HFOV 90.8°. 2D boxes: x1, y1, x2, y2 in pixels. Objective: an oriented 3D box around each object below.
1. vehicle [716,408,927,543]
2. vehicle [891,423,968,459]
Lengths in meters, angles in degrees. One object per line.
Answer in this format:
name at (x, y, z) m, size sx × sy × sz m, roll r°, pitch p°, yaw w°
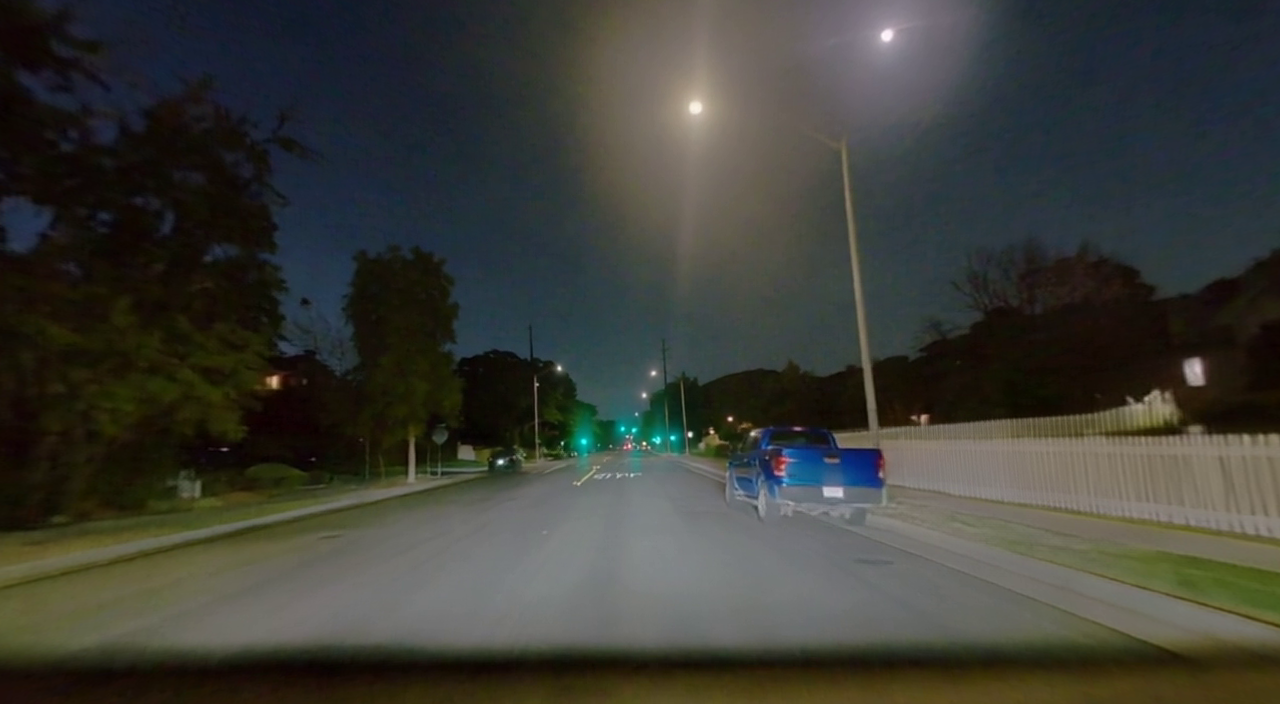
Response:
vehicle at (2.724, 2.012, 10.904) m, size 2.126 × 1.795 × 4.751 m, roll 0°, pitch -9°, yaw -1°
vehicle at (22.237, 6.895, 48.708) m, size 4.736 × 2.604 × 2.339 m, roll 0°, pitch -10°, yaw -1°
